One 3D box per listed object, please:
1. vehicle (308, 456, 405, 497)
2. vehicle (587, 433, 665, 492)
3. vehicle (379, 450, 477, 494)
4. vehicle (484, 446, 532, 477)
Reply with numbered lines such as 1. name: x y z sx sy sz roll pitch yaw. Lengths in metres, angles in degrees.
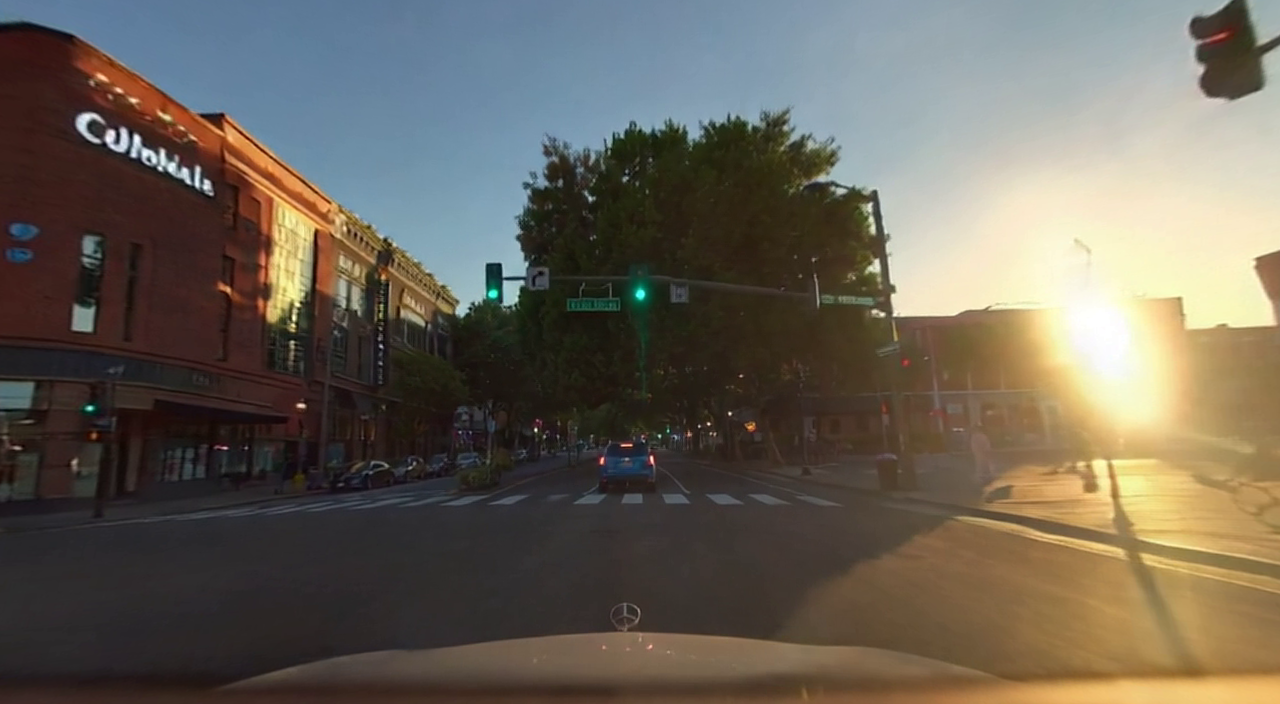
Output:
1. vehicle: -11.572 5.093 26.202 1.972 1.475 4.381 0 -8 0
2. vehicle: -0.438 3.742 21.833 2.382 1.796 4.610 0 -8 0
3. vehicle: -8.125 4.608 24.748 2.152 1.468 4.737 0 -8 1
4. vehicle: -8.123 6.722 39.123 2.109 1.628 4.108 -4 -9 -1
